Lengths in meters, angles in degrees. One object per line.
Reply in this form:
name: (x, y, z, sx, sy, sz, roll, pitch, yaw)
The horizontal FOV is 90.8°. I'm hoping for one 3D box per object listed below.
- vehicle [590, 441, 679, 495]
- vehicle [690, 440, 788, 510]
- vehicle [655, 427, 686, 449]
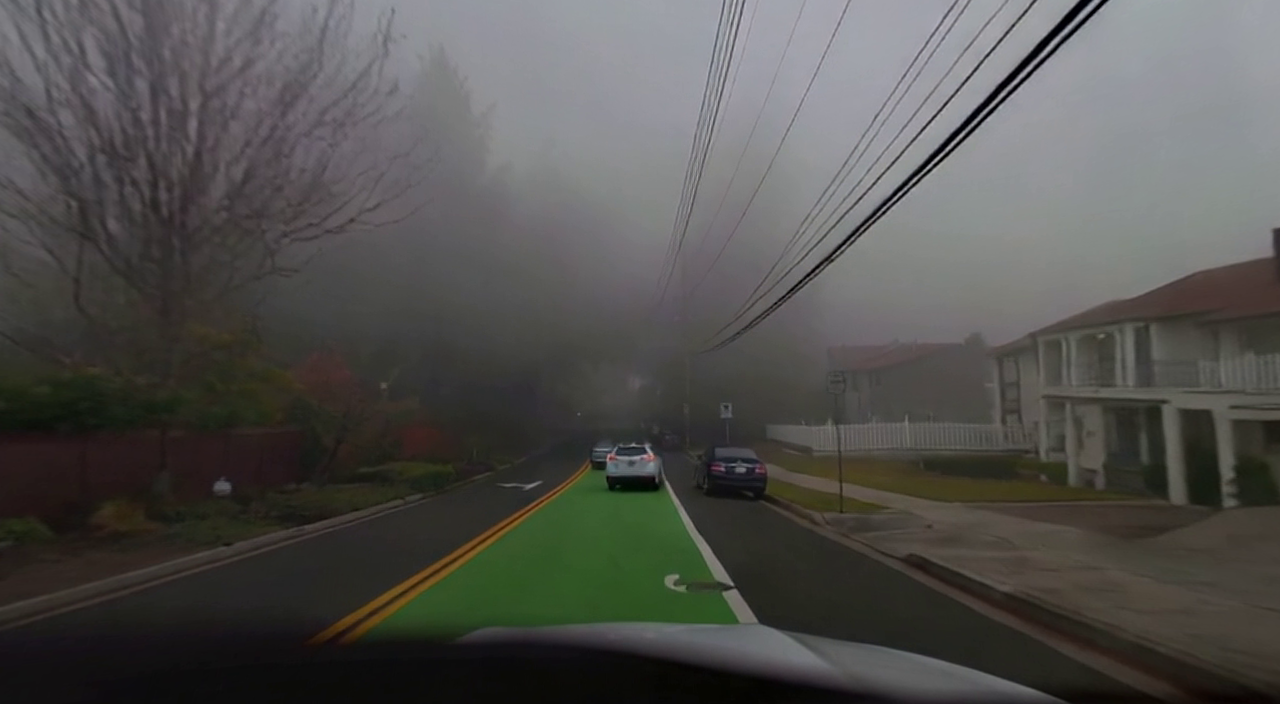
vehicle: (-0.033, 3.638, 20.386, 2.235, 1.500, 4.496, -1, -8, 8)
vehicle: (2.645, 3.391, 18.069, 1.909, 1.694, 4.472, 0, -8, -2)
vehicle: (2.202, 6.384, 46.734, 1.981, 1.512, 4.144, 0, -8, -2)
